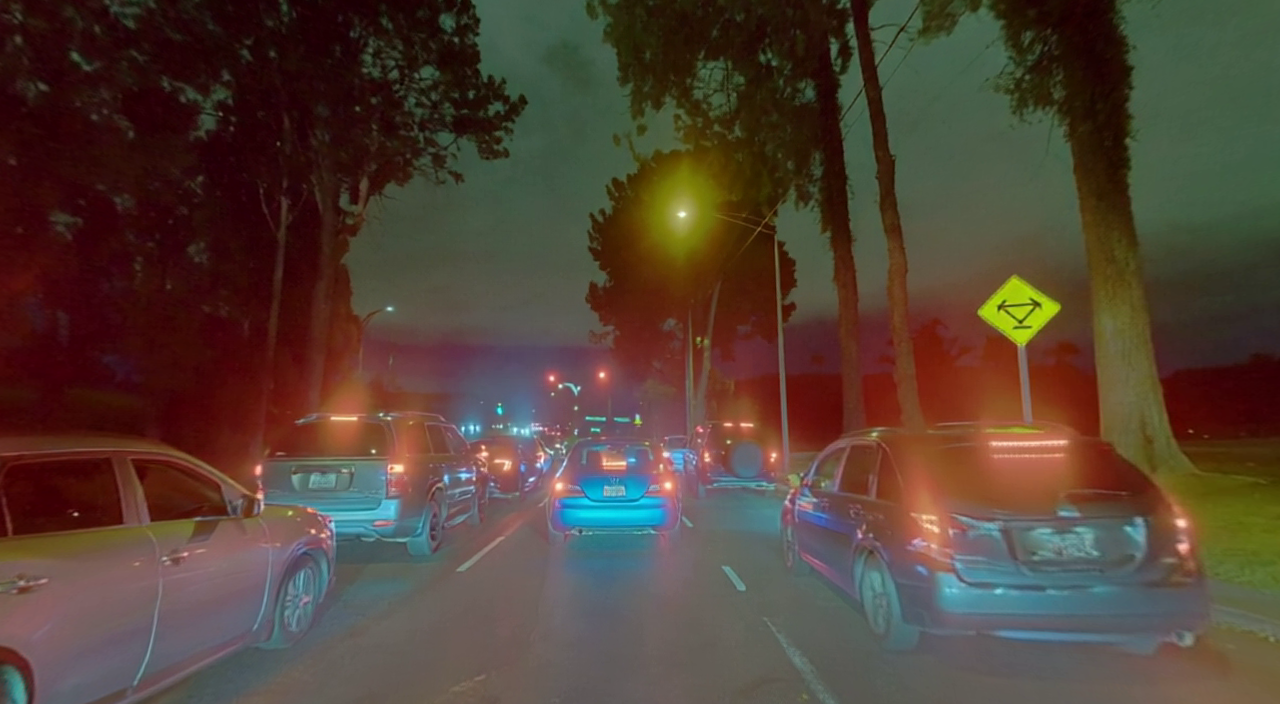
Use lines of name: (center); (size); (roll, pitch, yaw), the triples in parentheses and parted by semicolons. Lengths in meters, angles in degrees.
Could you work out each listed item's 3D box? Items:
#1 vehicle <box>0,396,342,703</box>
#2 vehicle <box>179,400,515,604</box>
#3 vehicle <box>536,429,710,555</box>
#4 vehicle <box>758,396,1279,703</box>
vehicle: (-2.922, 0.839, 1.611); (1.974, 1.484, 4.716); (0, -8, 0)
vehicle: (-2.897, 1.576, 7.451); (1.964, 1.712, 4.097); (0, -8, 0)
vehicle: (-0.252, 1.923, 9.324); (2.025, 1.453, 3.848); (0, -8, -2)
vehicle: (2.522, 1.302, 5.292); (2.116, 1.497, 4.652); (0, -8, -1)
